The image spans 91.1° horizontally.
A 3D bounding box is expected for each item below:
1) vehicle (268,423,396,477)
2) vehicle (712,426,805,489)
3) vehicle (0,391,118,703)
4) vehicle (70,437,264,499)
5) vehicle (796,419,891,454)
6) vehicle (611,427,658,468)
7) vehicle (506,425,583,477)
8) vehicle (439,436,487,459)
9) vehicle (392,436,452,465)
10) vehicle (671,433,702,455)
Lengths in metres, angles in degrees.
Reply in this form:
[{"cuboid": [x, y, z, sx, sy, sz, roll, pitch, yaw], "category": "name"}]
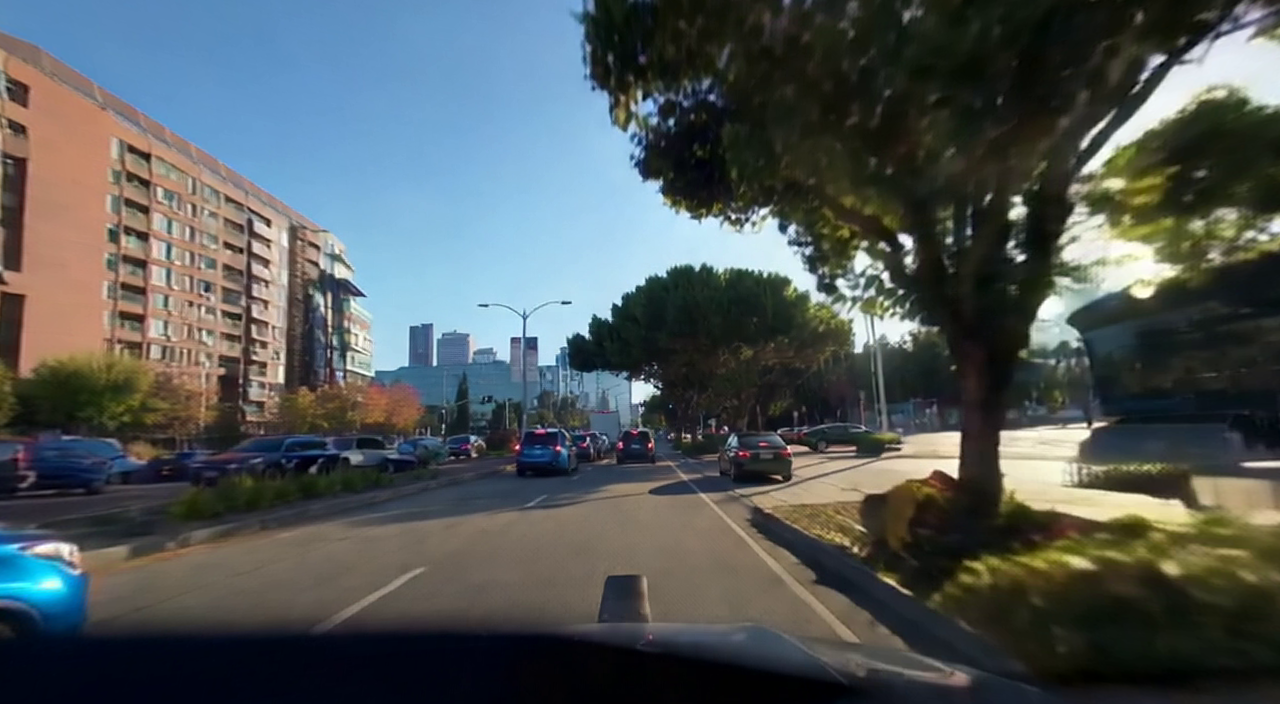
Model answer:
[{"cuboid": [-12.222, 3.953, 25.489, 2.245, 1.908, 5.613, 0, -8, 1], "category": "vehicle"}, {"cuboid": [3.222, 2.960, 17.868, 1.847, 1.554, 3.885, 0, -8, 0], "category": "vehicle"}, {"cuboid": [-3.389, 0.622, 0.481, 2.094, 1.483, 4.510, 0, -8, 0], "category": "vehicle"}, {"cuboid": [-12.577, 3.090, 17.147, 1.824, 1.447, 4.442, 0, -8, 0], "category": "vehicle"}, {"cuboid": [12.289, 5.142, 38.070, 4.991, 1.978, 2.090, -8, -12, 43], "category": "vehicle"}, {"cuboid": [-0.197, 4.365, 28.757, 2.022, 1.700, 4.084, 0, -8, 1], "category": "vehicle"}, {"cuboid": [-3.408, 3.631, 23.222, 2.047, 1.710, 4.314, 0, -8, 2], "category": "vehicle"}, {"cuboid": [-12.162, 6.624, 43.469, 1.924, 1.511, 4.640, 0, -8, 0], "category": "vehicle"}, {"cuboid": [-12.339, 5.617, 35.834, 1.843, 1.509, 4.301, 0, -8, 1], "category": "vehicle"}, {"cuboid": [3.296, 6.614, 45.174, 1.948, 1.475, 4.093, 0, -8, 0], "category": "vehicle"}]
